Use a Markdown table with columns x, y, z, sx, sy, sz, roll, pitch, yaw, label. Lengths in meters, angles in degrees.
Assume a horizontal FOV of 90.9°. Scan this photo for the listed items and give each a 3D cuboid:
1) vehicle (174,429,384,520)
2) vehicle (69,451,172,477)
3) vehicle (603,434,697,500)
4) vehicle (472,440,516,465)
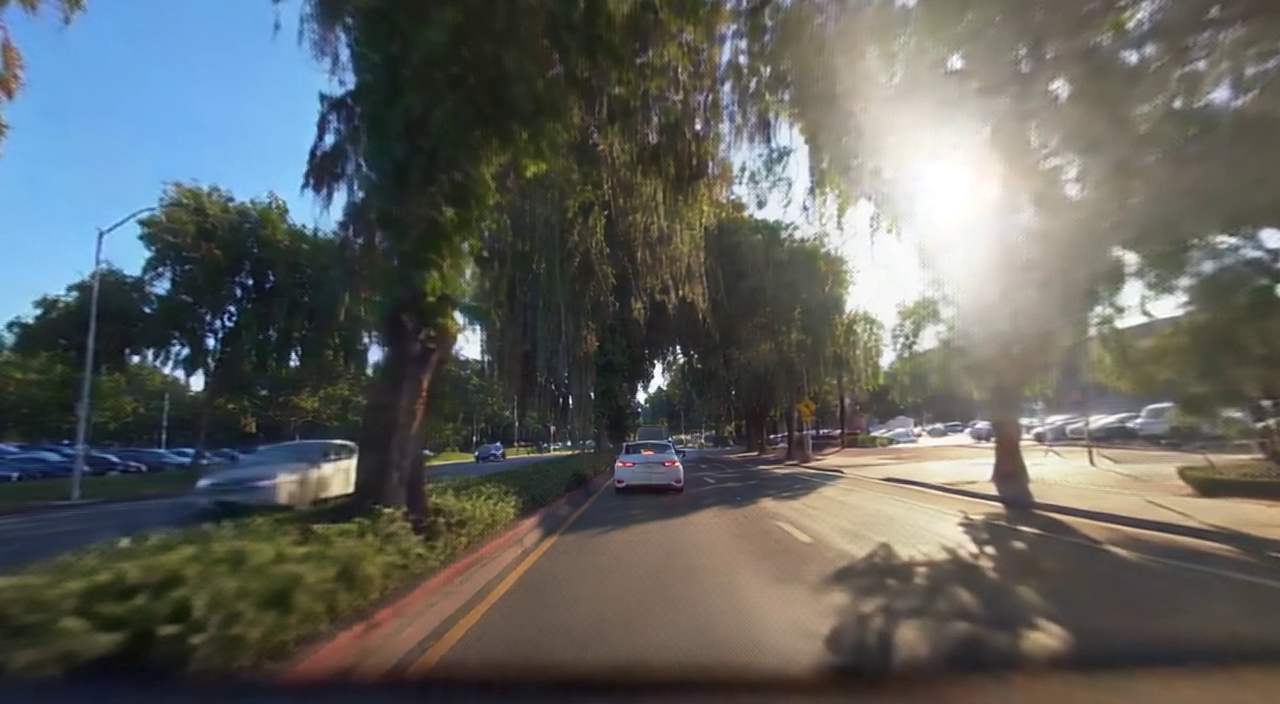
| x | y | z | sx | sy | sz | roll | pitch | yaw | label |
| --- | --- | --- | --- | --- | --- | --- | --- | --- | --- |
| -8.180 | 2.794 | 15.033 | 2.131 | 1.778 | 4.912 | 0 | -8 | -1 | vehicle |
| -30.515 | 6.589 | 37.152 | 4.356 | 1.444 | 1.819 | 0 | -8 | -1 | vehicle |
| 0.187 | 2.880 | 16.190 | 2.093 | 1.442 | 3.977 | 0 | -8 | -1 | vehicle |
| -11.117 | 7.658 | 48.231 | 2.066 | 1.753 | 4.559 | -1 | -8 | 3 | vehicle |
